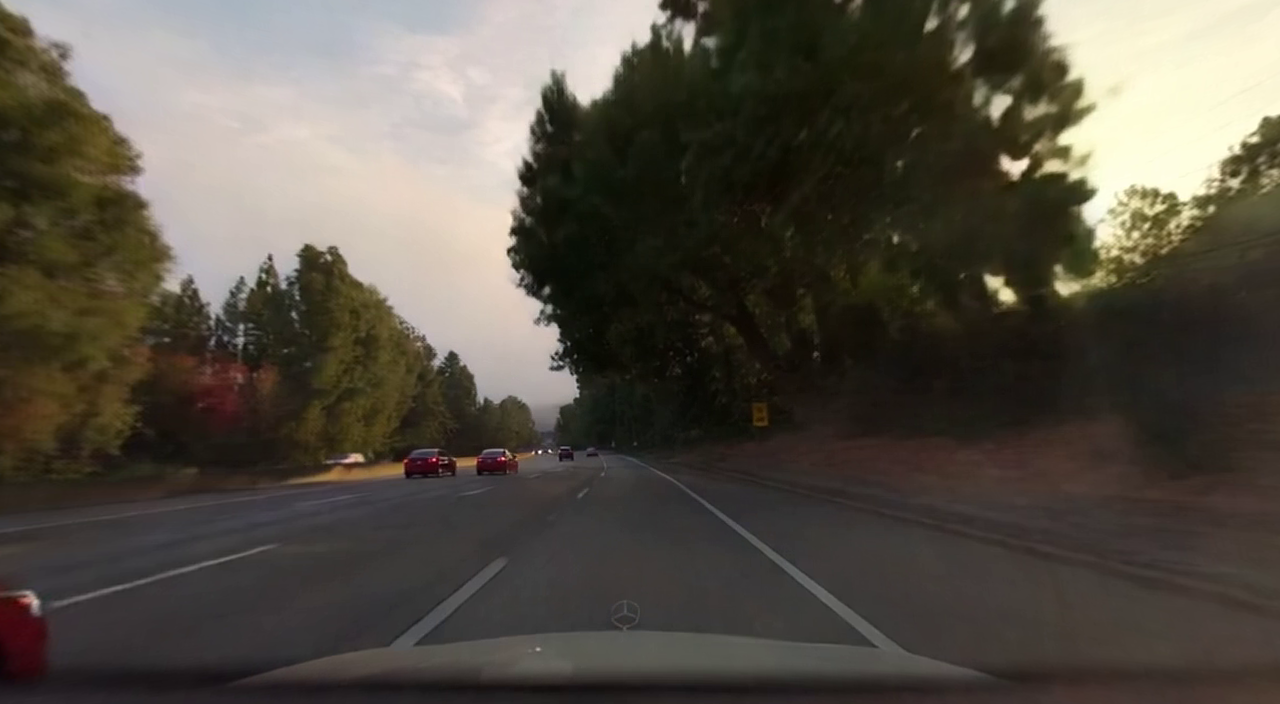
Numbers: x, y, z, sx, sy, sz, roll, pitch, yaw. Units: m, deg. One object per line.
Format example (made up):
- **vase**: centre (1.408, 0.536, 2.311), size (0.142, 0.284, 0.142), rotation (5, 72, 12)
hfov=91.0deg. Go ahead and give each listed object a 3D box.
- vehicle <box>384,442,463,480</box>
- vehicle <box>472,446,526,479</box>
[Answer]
- **vehicle**: centre (-11.845, 6.012, 34.975), size (2.425, 1.926, 5.584), rotation (0, -9, -1)
- **vehicle**: centre (-7.576, 5.965, 34.252), size (2.060, 1.680, 4.255), rotation (0, -9, -1)
